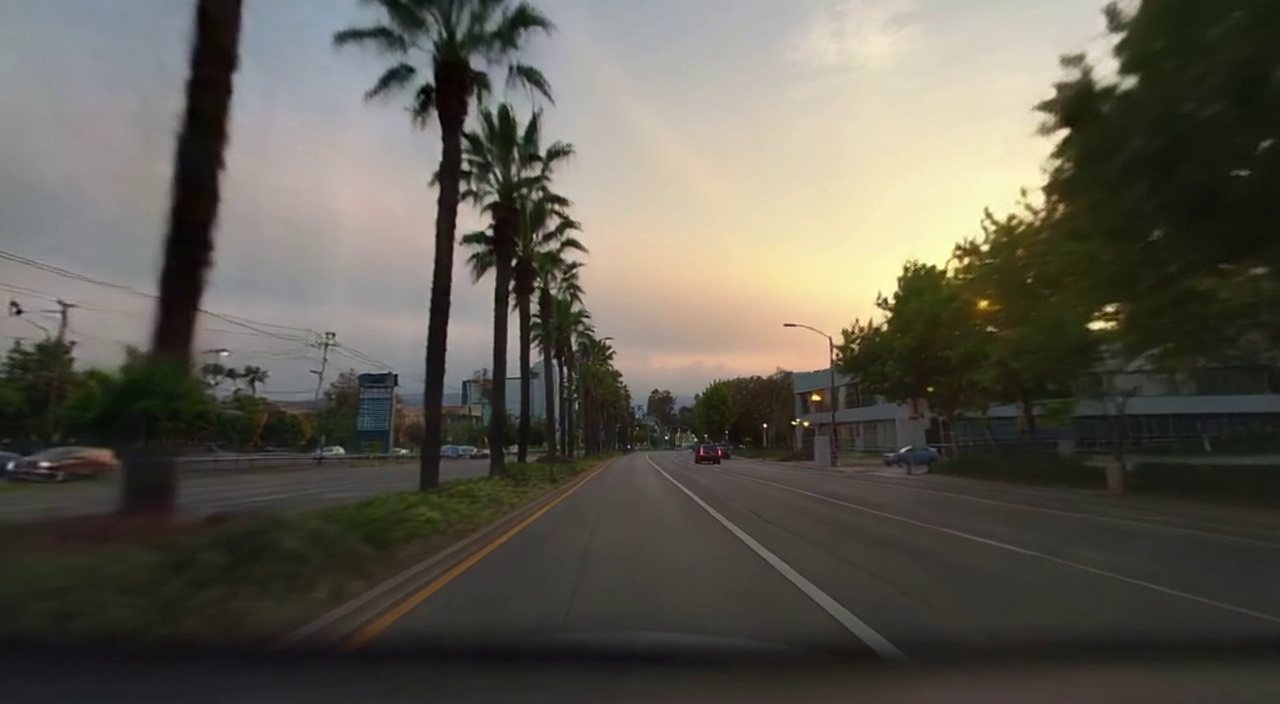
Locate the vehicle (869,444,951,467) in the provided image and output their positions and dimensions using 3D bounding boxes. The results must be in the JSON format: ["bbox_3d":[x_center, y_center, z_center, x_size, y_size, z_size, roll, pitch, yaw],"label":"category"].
[{"bbox_3d":[17.707,6.781,41.430,4.526,1.429,1.815,0,-8,2],"label":"vehicle"}]

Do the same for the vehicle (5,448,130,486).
[{"bbox_3d":[-26.539,5.348,29.428,1.914,1.581,4.486,-1,-9,-6],"label":"vehicle"}]
